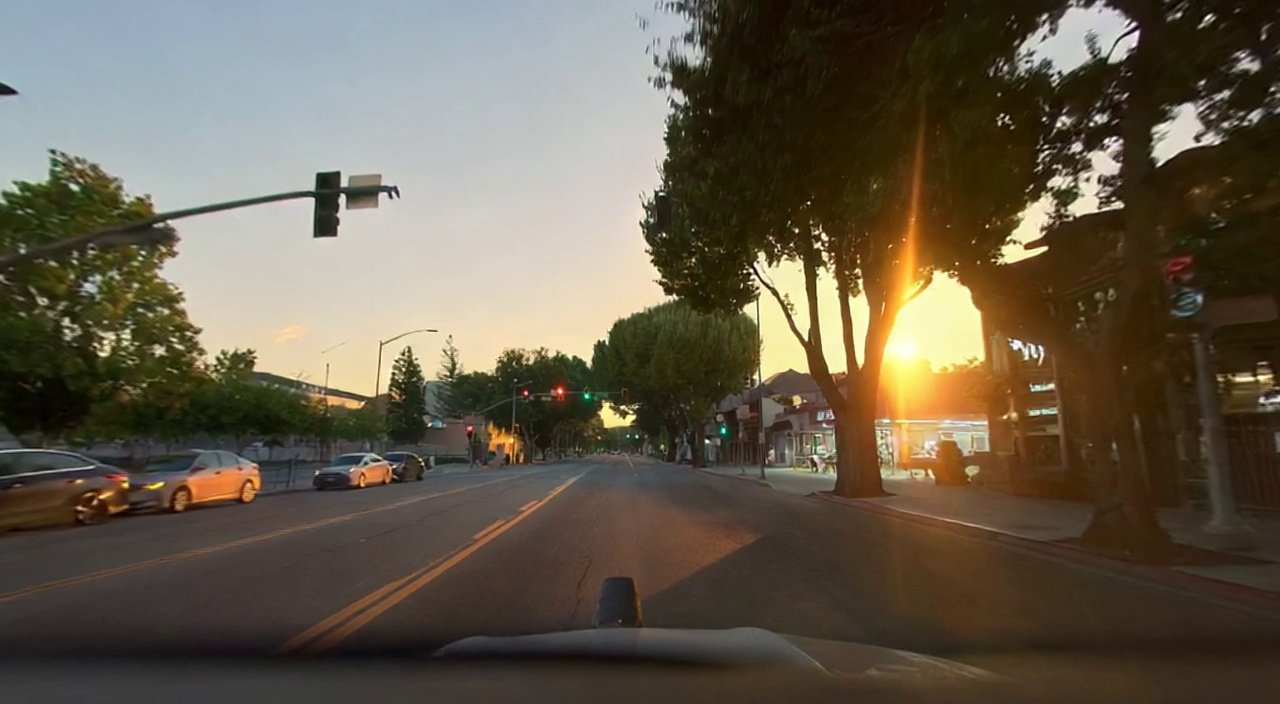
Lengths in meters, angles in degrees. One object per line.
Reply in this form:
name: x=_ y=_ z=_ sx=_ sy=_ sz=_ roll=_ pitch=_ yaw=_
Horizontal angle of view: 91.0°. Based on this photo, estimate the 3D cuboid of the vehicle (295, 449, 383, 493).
vehicle: x=-12.542 y=4.940 z=26.481 sx=1.923 sy=1.706 sz=3.802 roll=0 pitch=-9 yaw=-3

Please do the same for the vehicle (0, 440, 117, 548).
vehicle: x=-11.505 y=2.331 z=10.331 sx=1.996 sy=1.760 sz=4.635 roll=0 pitch=-9 yaw=-3

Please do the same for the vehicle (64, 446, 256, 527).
vehicle: x=-11.967 y=3.332 z=16.124 sx=1.894 sy=1.630 sz=4.083 roll=-4 pitch=-9 yaw=-3
